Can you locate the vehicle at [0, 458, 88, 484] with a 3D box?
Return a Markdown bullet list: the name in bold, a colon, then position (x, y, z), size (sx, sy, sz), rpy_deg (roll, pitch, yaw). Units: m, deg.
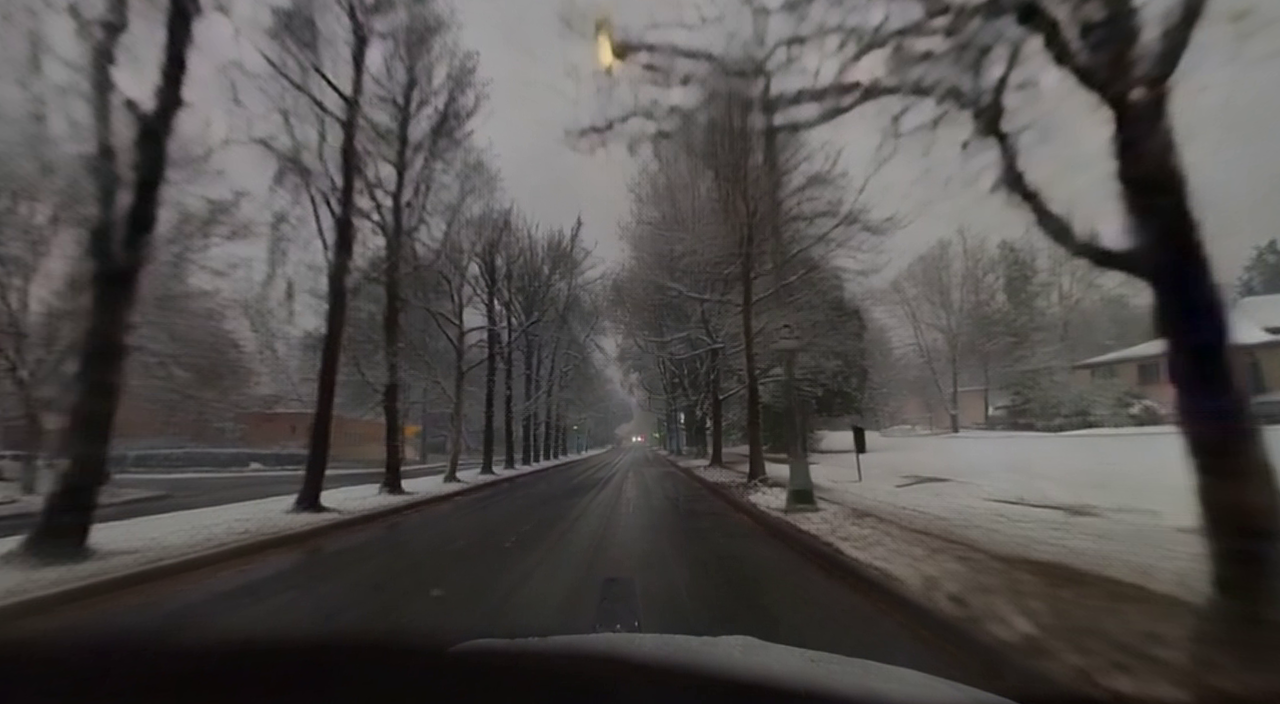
- **vehicle**: position (-36.436, 7.188, 38.346), size (4.213, 1.431, 1.812), rpy_deg (0, -8, -1)
